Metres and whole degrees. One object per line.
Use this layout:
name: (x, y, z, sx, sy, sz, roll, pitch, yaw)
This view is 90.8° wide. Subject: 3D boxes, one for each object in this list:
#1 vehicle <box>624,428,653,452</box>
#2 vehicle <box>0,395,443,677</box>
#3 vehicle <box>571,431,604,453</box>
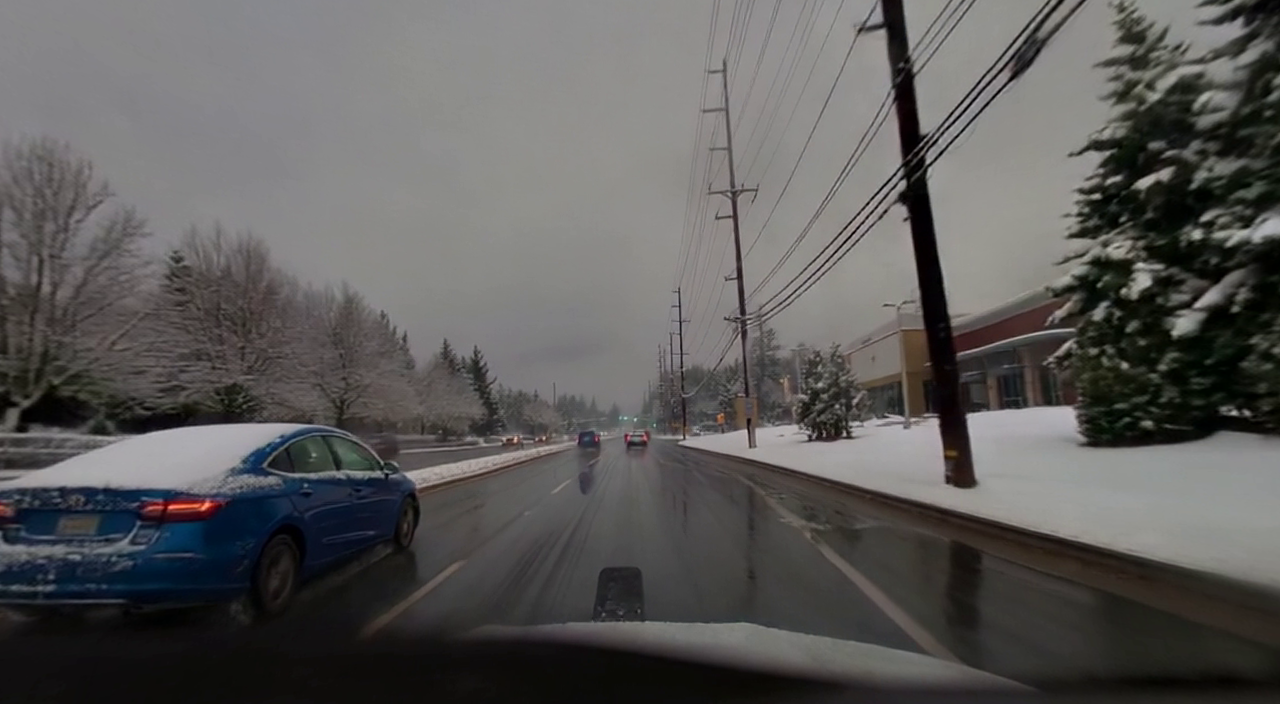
vehicle: (-0.143, 6.789, 48.772, 2.182, 1.773, 4.041, 0, -8, -1)
vehicle: (-3.496, 1.314, 5.732, 1.928, 1.488, 4.635, 0, -8, 0)
vehicle: (-3.787, 6.563, 45.979, 2.021, 1.486, 3.623, 0, -8, 1)
